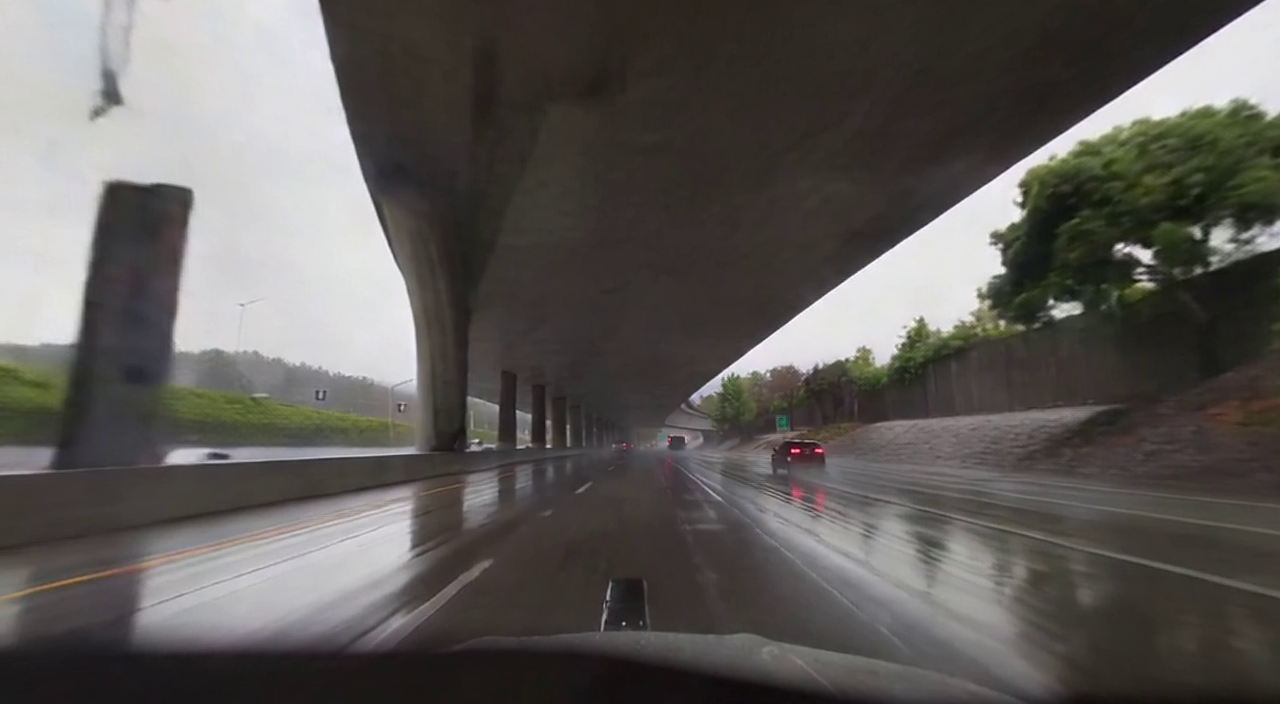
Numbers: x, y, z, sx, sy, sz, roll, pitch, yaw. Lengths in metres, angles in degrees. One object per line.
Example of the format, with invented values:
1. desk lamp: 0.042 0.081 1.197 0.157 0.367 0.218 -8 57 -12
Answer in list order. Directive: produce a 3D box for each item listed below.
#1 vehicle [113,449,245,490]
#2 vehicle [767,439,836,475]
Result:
1. vehicle: -18.794 4.785 26.039 1.953 1.469 4.574 0 -8 0
2. vehicle: 7.240 4.754 28.816 1.914 1.465 4.574 0 -8 0
